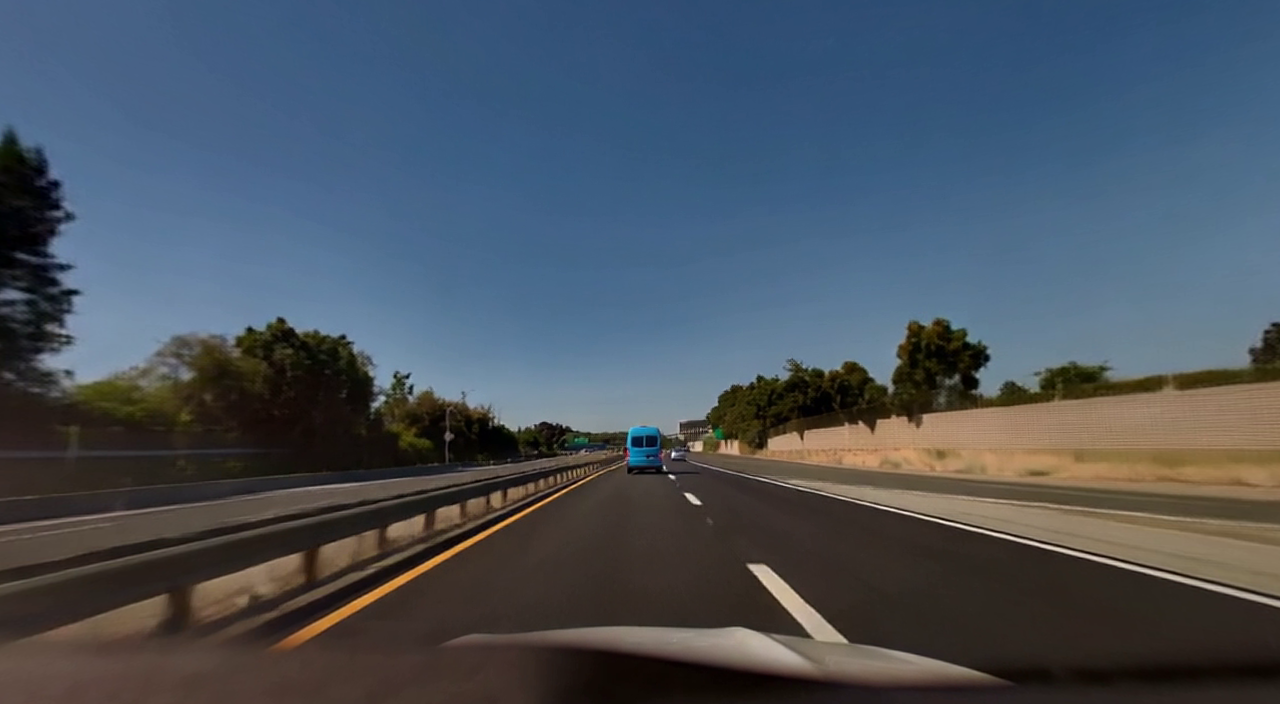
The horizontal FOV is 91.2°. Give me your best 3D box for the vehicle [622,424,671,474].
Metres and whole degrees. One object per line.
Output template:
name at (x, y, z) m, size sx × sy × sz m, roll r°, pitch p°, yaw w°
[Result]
vehicle at (0.385, 5.580, 35.979) m, size 2.560 × 2.598 × 5.581 m, roll -1°, pitch -9°, yaw 1°
